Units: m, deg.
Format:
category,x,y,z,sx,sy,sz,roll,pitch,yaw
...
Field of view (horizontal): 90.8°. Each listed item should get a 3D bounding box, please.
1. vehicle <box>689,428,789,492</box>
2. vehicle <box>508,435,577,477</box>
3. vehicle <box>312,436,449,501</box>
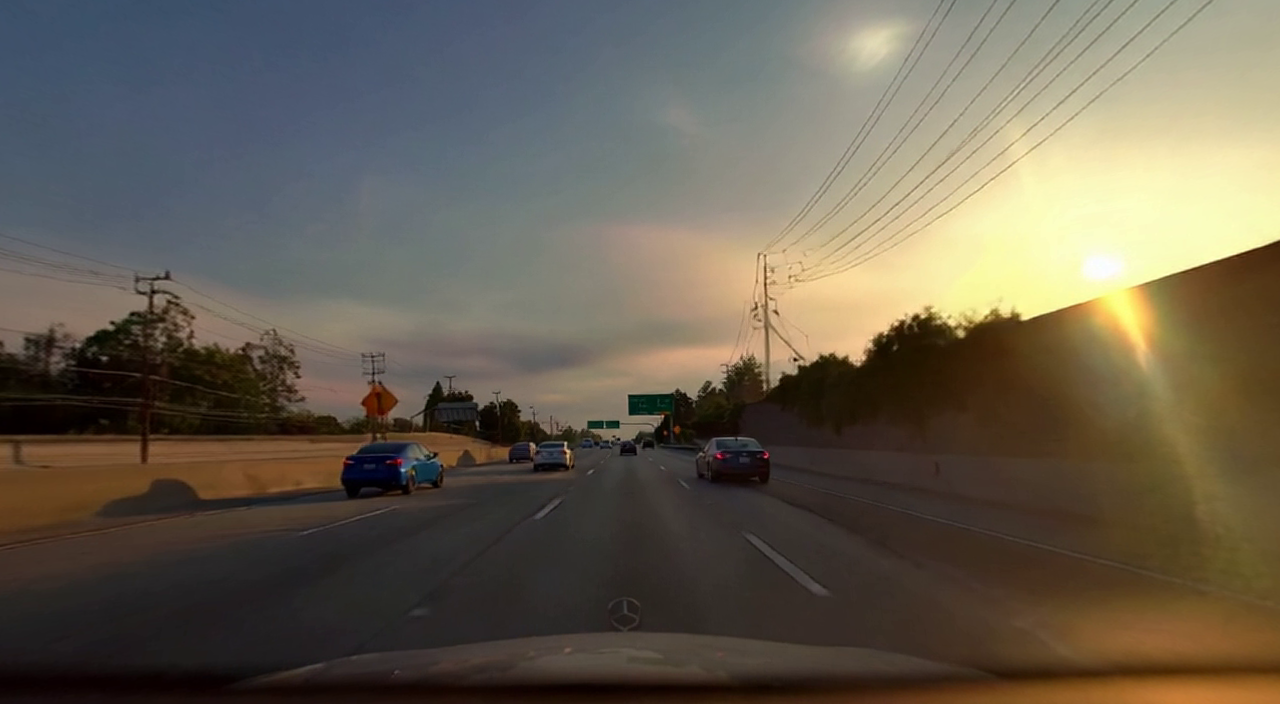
category,x,y,z,sx,sy,sz,roll,pitch,yaw
vehicle,2.774,3.159,18.855,2.100,1.659,4.387,0,-8,-3
vehicle,-3.746,4.107,25.148,2.066,1.488,4.377,0,-8,0
vehicle,-6.587,2.979,16.615,1.903,1.482,4.180,0,-8,-1
